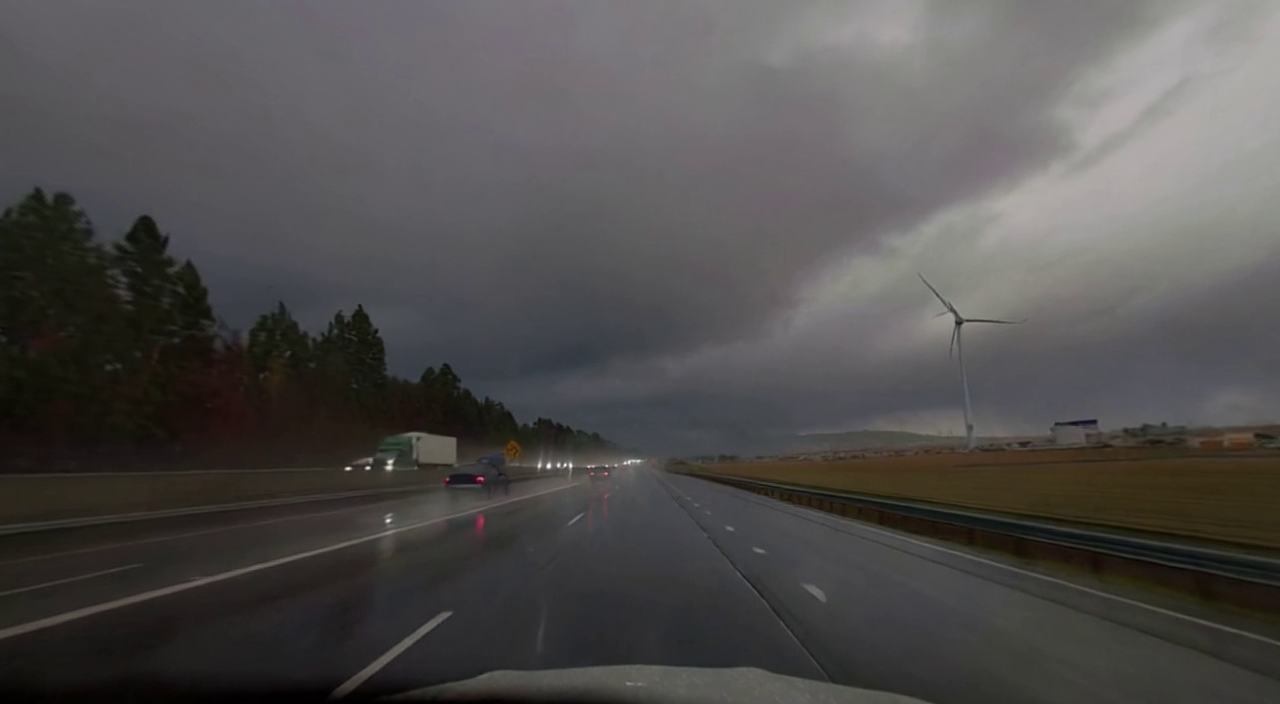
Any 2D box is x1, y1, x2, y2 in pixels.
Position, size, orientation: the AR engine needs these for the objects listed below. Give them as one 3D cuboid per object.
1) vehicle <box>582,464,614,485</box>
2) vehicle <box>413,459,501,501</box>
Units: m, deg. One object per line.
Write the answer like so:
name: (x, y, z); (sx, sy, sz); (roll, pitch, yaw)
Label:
vehicle: (-3.153, 9.384, 48.503); (2.039, 1.505, 4.843); (1, -10, 1)
vehicle: (-7.109, 5.029, 25.014); (1.956, 1.451, 4.674); (1, -10, 1)
